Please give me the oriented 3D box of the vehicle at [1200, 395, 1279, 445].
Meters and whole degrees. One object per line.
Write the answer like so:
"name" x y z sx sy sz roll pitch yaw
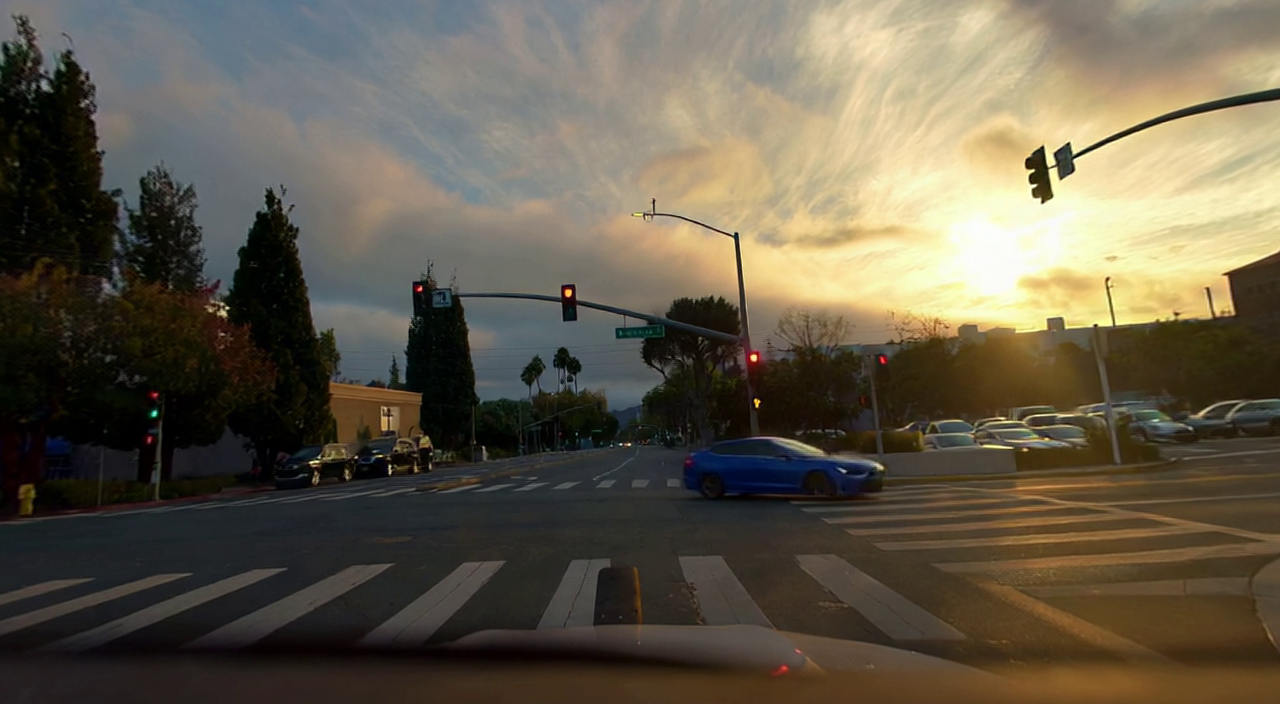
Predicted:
"vehicle" 25.216 2.884 25.880 2.098 1.857 4.861 -5 -10 27

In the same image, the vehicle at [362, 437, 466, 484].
"vehicle" -10.129 4.922 28.984 2.664 1.940 5.702 0 -9 0

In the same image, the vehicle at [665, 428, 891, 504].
"vehicle" 3.088 2.560 14.506 4.592 1.470 2.071 -6 -10 32

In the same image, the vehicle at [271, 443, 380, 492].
"vehicle" -13.761 5.063 28.070 2.306 1.957 4.968 0 -9 -1

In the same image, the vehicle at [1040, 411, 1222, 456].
"vehicle" 16.955 2.900 22.100 4.560 1.453 1.851 -3 -9 18
